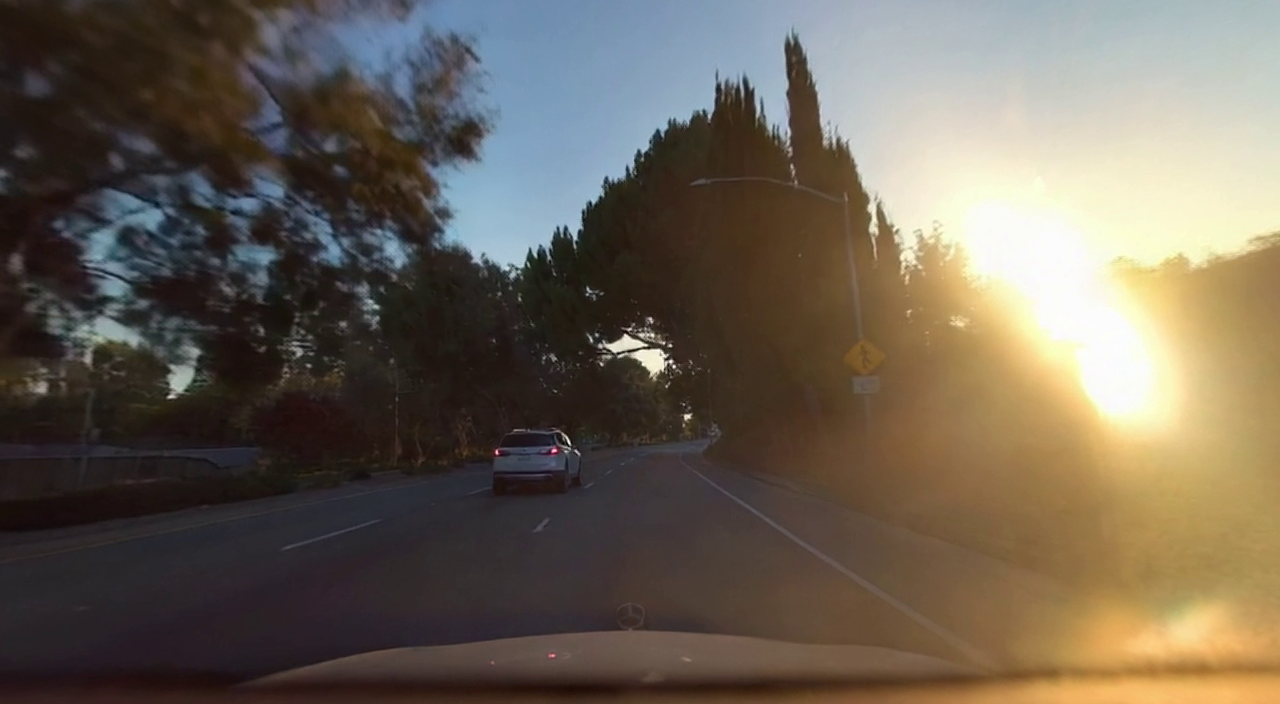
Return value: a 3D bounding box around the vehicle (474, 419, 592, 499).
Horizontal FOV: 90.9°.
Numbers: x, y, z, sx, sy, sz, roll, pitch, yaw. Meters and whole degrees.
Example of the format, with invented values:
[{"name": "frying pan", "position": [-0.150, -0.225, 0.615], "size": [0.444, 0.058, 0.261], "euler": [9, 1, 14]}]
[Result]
[{"name": "vehicle", "position": [-2.678, 2.824, 17.080], "size": [2.160, 1.855, 4.695], "euler": [-1, -8, 3]}]
